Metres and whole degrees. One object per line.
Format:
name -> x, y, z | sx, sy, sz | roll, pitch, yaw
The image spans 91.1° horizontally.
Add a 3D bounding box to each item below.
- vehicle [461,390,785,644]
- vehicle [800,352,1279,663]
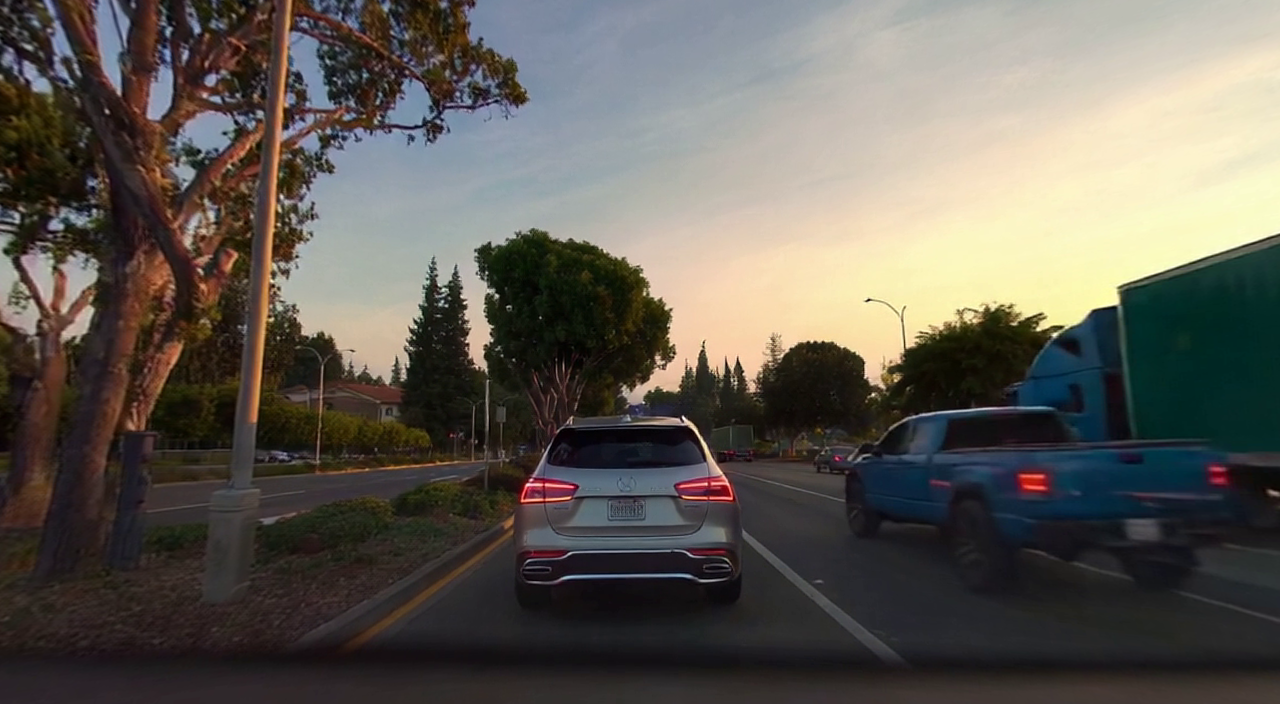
vehicle -> -0.161, 1.407, 6.327 | 2.172, 1.694, 4.055 | 0, -8, -2
vehicle -> 3.613, 1.356, 6.680 | 2.388, 1.932, 5.410 | 0, -8, 0
